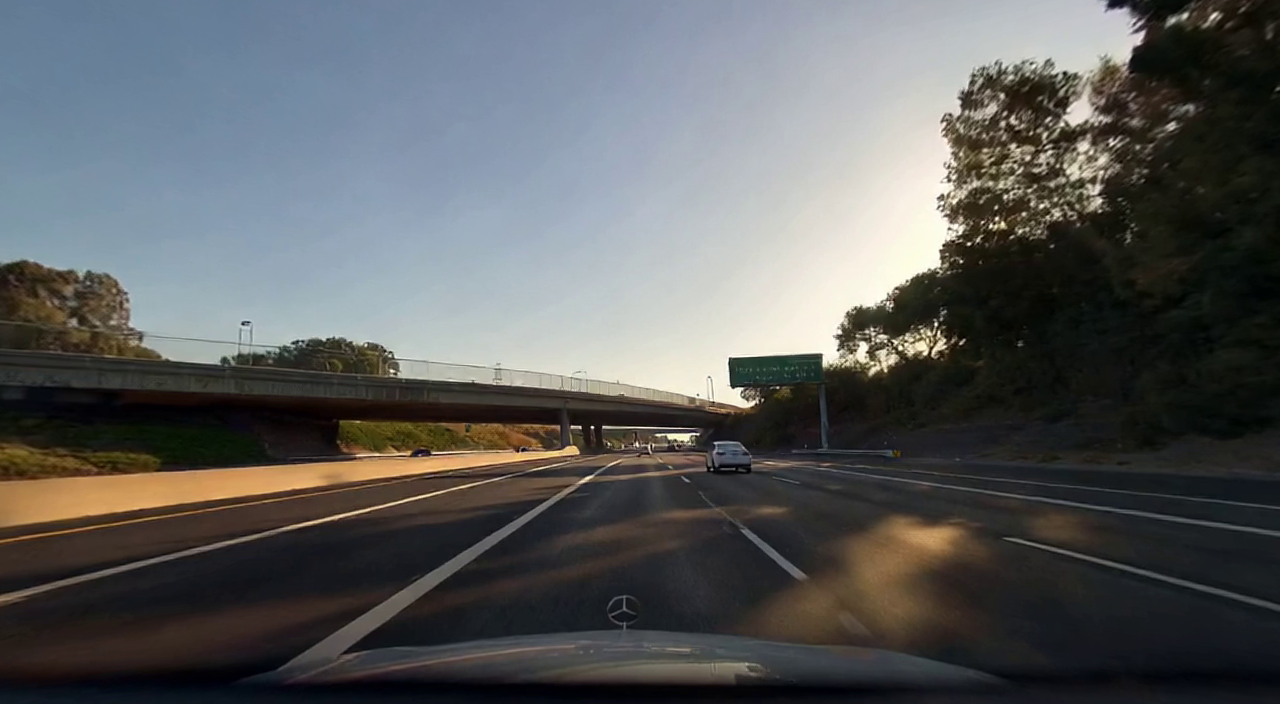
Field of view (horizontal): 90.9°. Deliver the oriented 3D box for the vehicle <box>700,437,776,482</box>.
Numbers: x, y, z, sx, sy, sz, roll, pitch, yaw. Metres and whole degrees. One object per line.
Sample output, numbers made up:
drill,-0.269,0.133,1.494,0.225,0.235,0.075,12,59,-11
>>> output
vehicle,3.568,4.022,23.874,1.999,1.492,4.673,0,-8,-1
